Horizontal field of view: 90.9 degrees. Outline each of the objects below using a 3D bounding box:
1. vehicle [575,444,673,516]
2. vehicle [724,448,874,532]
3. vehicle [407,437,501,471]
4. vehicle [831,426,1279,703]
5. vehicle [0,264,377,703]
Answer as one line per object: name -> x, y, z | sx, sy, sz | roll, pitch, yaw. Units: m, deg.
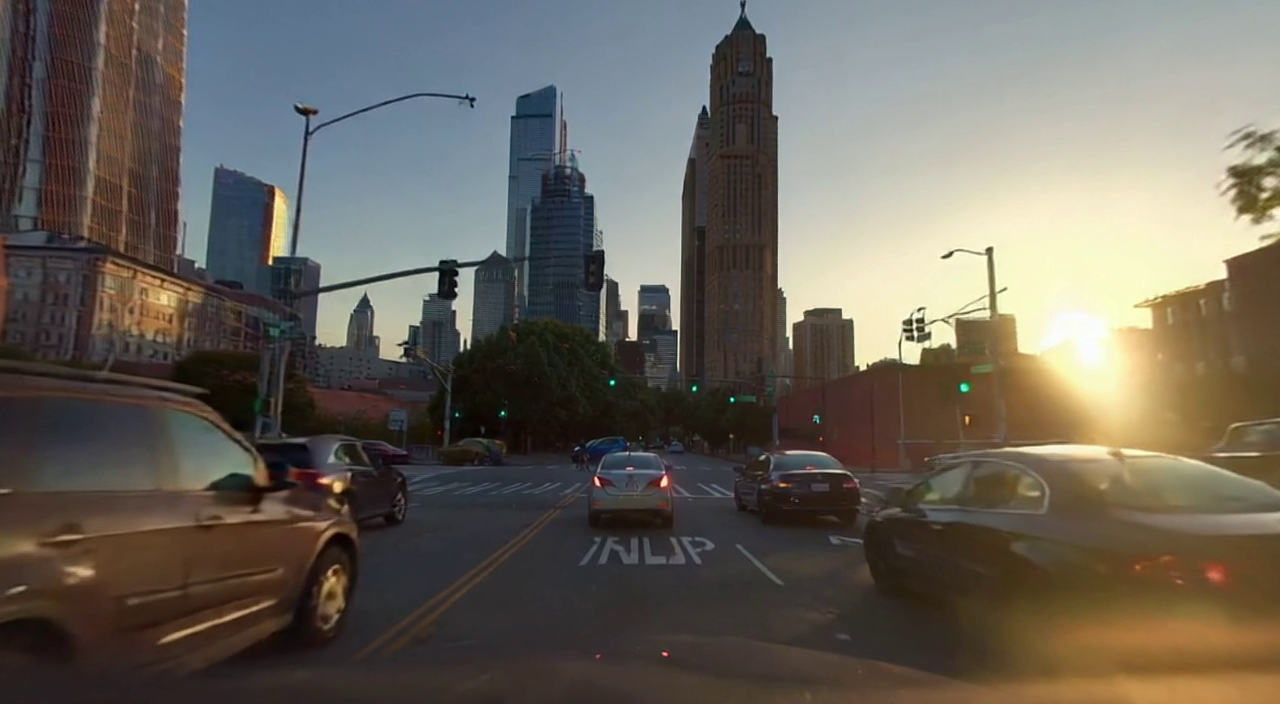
vehicle -> -0.417, 2.935, 15.029 | 2.031, 1.461, 3.763 | 0, -8, -3
vehicle -> 3.140, 2.807, 13.545 | 1.942, 1.443, 4.468 | 0, -8, -2
vehicle -> -9.902, 5.419, 33.557 | 4.556, 1.689, 1.982 | -4, -9, 25
vehicle -> 3.298, 1.453, 5.197 | 1.973, 1.537, 4.533 | 0, -8, -1
vehicle -> -2.935, 0.868, 2.959 | 1.683, 2.039, 3.703 | 0, -8, 1
